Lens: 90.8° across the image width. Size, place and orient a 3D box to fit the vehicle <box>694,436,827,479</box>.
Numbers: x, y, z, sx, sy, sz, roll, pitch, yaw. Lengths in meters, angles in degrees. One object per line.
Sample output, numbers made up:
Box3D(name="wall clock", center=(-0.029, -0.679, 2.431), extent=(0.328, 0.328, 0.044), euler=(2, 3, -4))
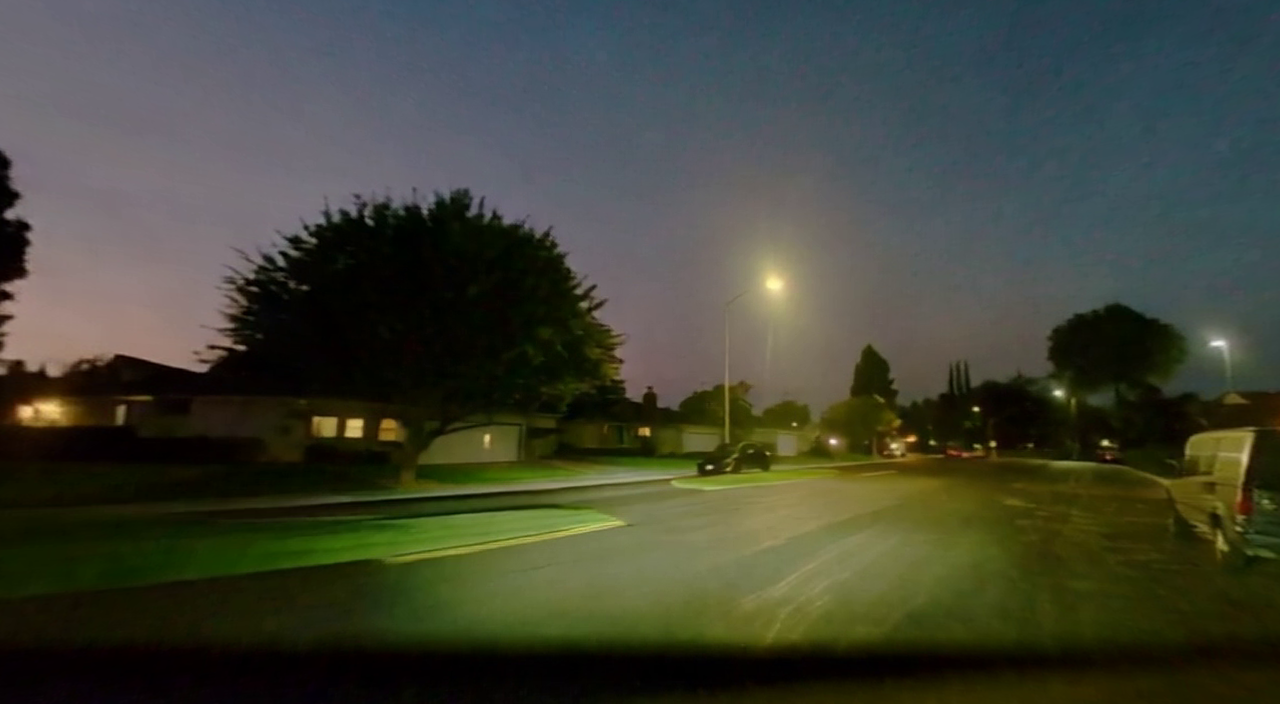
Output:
Box3D(name="vehicle", center=(4.623, 4.118, 24.778), extent=(4.750, 1.559, 1.928), euler=(0, -9, -2))

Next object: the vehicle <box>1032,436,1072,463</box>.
Box3D(name="vehicle", center=(30.435, 7.207, 46.813), extent=(2.051, 1.925, 4.625), euler=(-5, -10, 29))

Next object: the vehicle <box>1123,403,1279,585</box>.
Box3D(name="vehicle", center=(8.093, 1.732, 8.367), extent=(2.154, 1.855, 4.689), euler=(-5, -10, 32))
